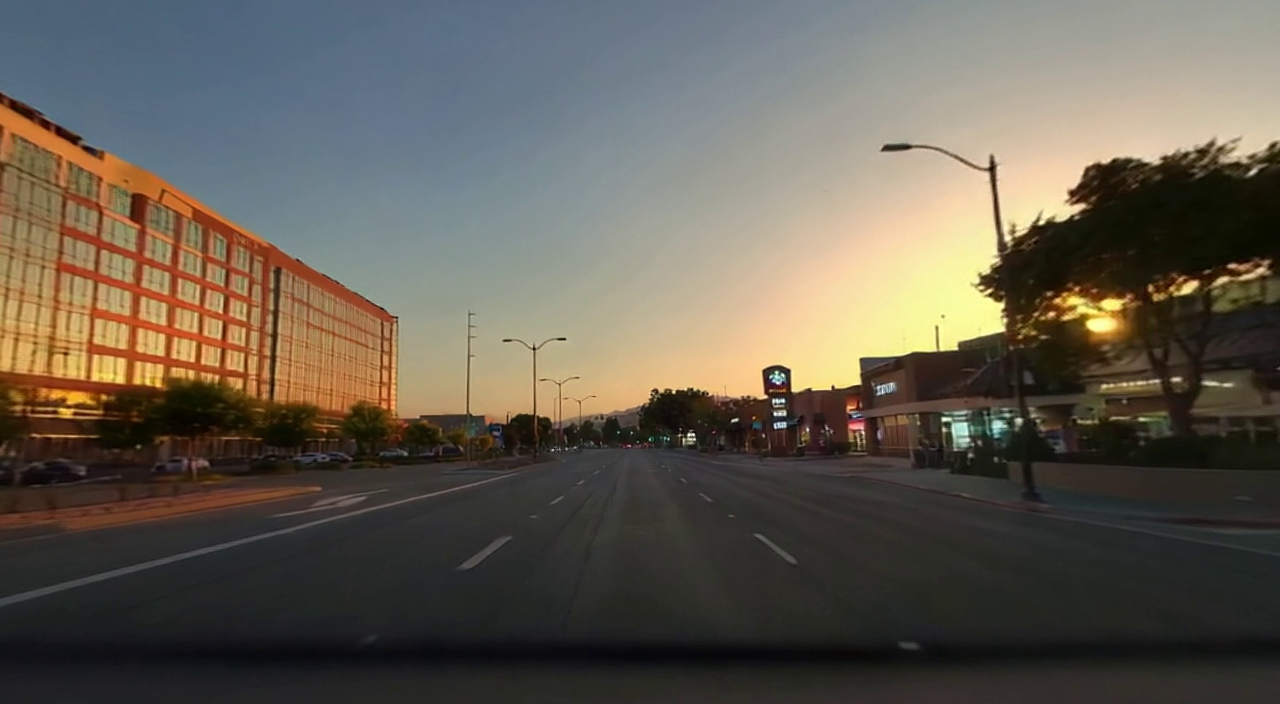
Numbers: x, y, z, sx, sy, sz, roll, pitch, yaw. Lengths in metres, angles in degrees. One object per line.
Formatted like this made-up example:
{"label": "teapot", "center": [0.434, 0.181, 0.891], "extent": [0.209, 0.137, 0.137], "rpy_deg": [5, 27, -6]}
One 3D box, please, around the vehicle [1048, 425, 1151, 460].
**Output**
{"label": "vehicle", "center": [29.700, 5.813, 40.798], "extent": [6.327, 1.962, 2.210], "rpy_deg": [1, -9, -23]}
